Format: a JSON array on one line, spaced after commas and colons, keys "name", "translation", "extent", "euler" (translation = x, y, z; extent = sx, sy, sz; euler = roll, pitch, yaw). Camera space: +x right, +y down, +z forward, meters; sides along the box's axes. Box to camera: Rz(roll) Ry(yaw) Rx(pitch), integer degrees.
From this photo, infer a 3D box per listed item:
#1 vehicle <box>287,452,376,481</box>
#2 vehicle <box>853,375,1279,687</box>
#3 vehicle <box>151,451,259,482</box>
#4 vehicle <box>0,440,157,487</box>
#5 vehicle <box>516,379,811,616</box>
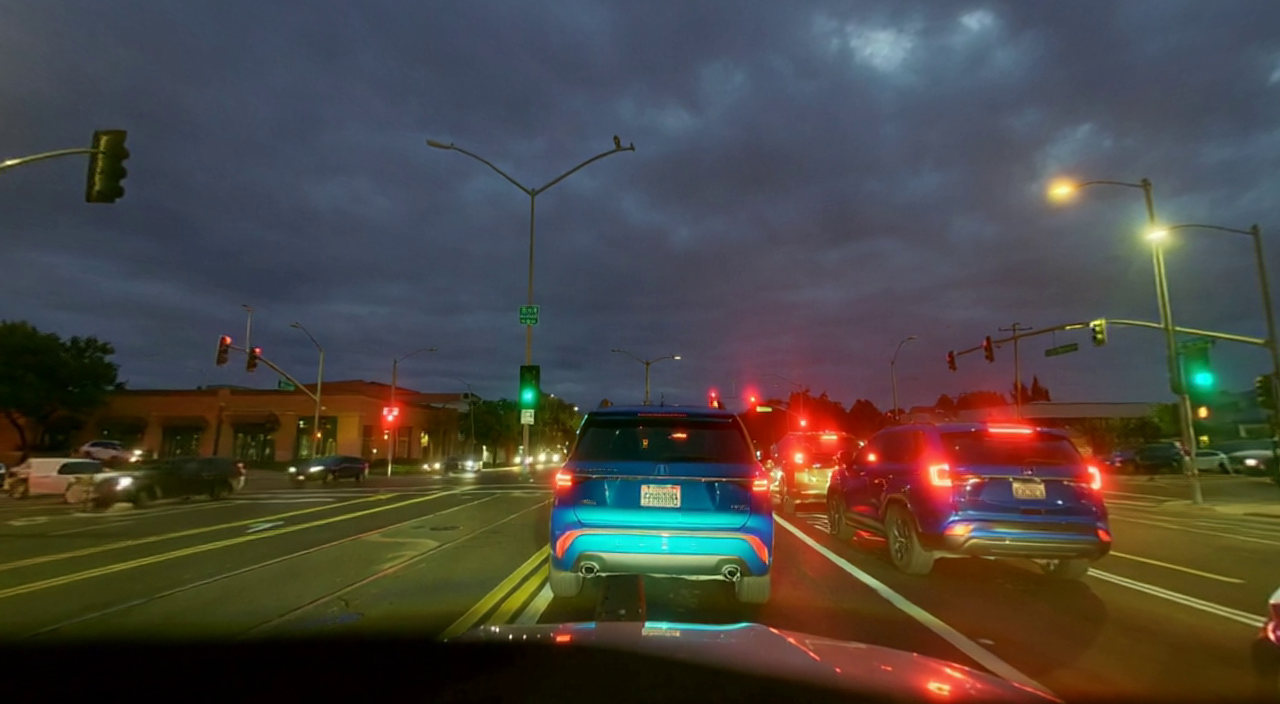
[{"name": "vehicle", "translation": [-20.304, 7.490, 41.759], "extent": [2.089, 1.739, 4.744], "euler": [-6, -11, 36]}, {"name": "vehicle", "translation": [3.601, 1.292, 5.665], "extent": [2.018, 1.701, 4.288], "euler": [0, -9, 2]}, {"name": "vehicle", "translation": [-27.550, 7.260, 40.196], "extent": [5.156, 1.849, 2.044], "euler": [1, -9, -8]}, {"name": "vehicle", "translation": [-24.577, 4.839, 27.554], "extent": [5.062, 1.946, 2.243], "euler": [0, -9, -1]}, {"name": "vehicle", "translation": [0.228, 1.463, 7.221], "extent": [2.292, 1.840, 4.394], "euler": [0, -9, 1]}]
